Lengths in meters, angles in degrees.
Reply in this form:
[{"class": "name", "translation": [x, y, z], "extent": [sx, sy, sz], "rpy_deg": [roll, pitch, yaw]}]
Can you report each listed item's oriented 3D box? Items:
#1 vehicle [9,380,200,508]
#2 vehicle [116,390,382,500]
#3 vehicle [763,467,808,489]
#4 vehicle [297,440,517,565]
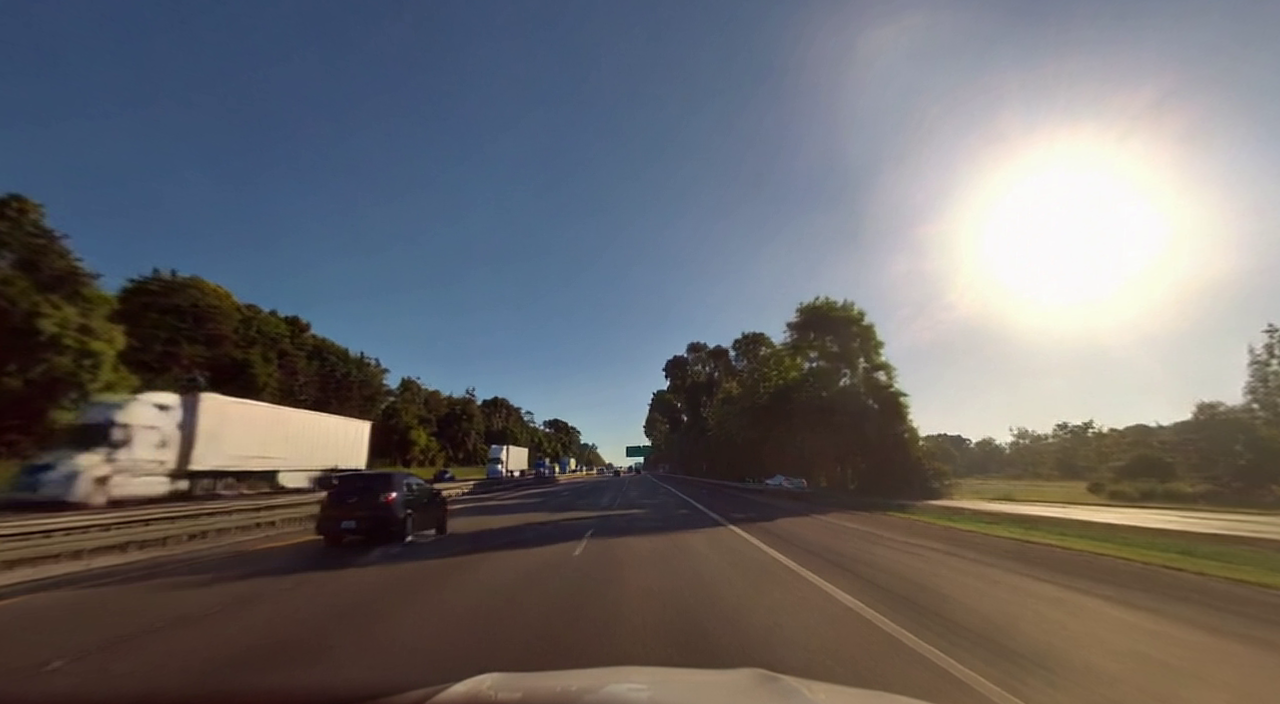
[{"class": "vehicle", "translation": [-16.883, 2.960, 20.169], "extent": [3.162, 3.730, 2.809], "rpy_deg": [1, -10, 0]}, {"class": "vehicle", "translation": [-16.877, 4.617, 29.667], "extent": [3.233, 3.890, 14.257], "rpy_deg": [1, -11, 1]}, {"class": "vehicle", "translation": [10.935, 9.505, 47.642], "extent": [1.993, 1.512, 4.314], "rpy_deg": [2, -11, -5]}, {"class": "vehicle", "translation": [-3.580, 2.448, 10.826], "extent": [1.912, 1.631, 4.672], "rpy_deg": [1, -11, 1]}]
